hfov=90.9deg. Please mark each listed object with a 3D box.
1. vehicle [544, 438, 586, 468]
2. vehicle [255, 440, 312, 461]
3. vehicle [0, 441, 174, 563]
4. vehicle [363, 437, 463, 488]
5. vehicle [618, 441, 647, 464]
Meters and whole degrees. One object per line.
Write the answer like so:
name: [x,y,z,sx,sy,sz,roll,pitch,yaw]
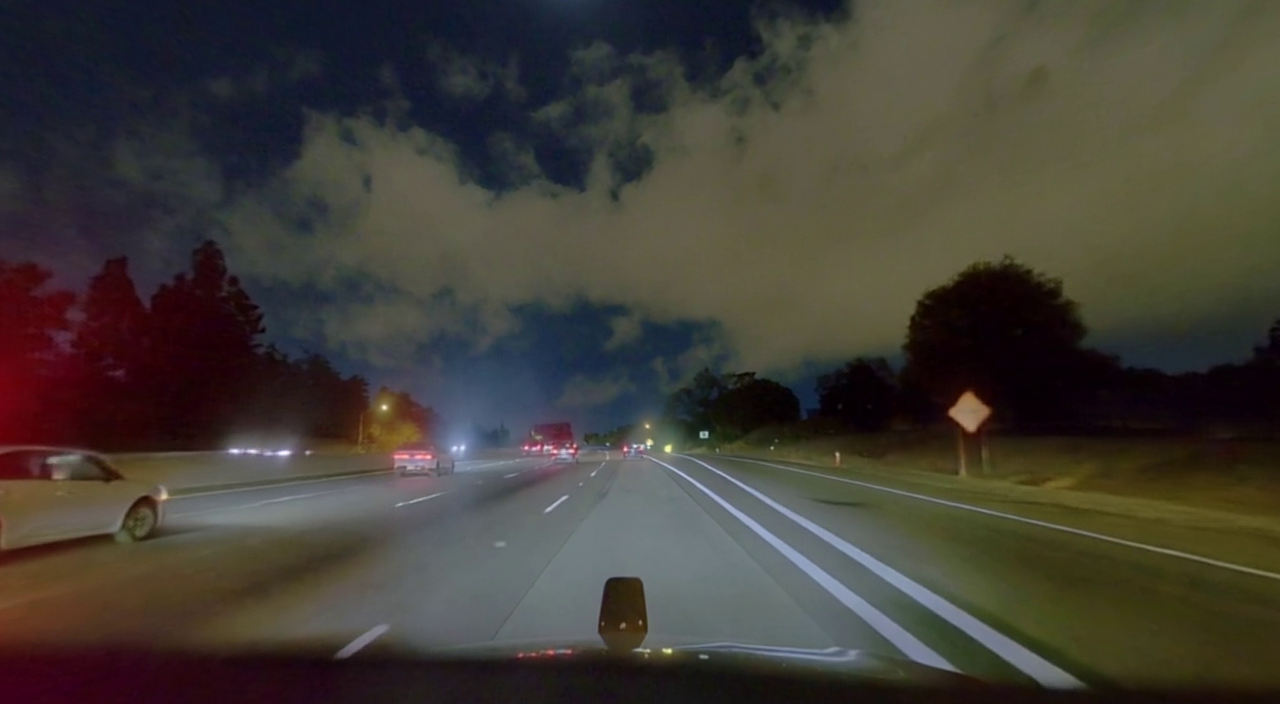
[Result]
vehicle: [-4.392,5.954,37.436,1.991,1.610,4.606,0,-8,-1]
vehicle: [-28.016,7.767,49.750,1.943,1.532,4.580,0,-8,-2]
vehicle: [-8.773,1.886,8.012,1.935,1.474,5.033,0,-8,-1]
vehicle: [-7.969,3.910,22.603,2.086,1.628,4.039,0,-8,-1]
vehicle: [-0.525,6.764,42.725,1.881,1.460,3.694,0,-8,-1]
